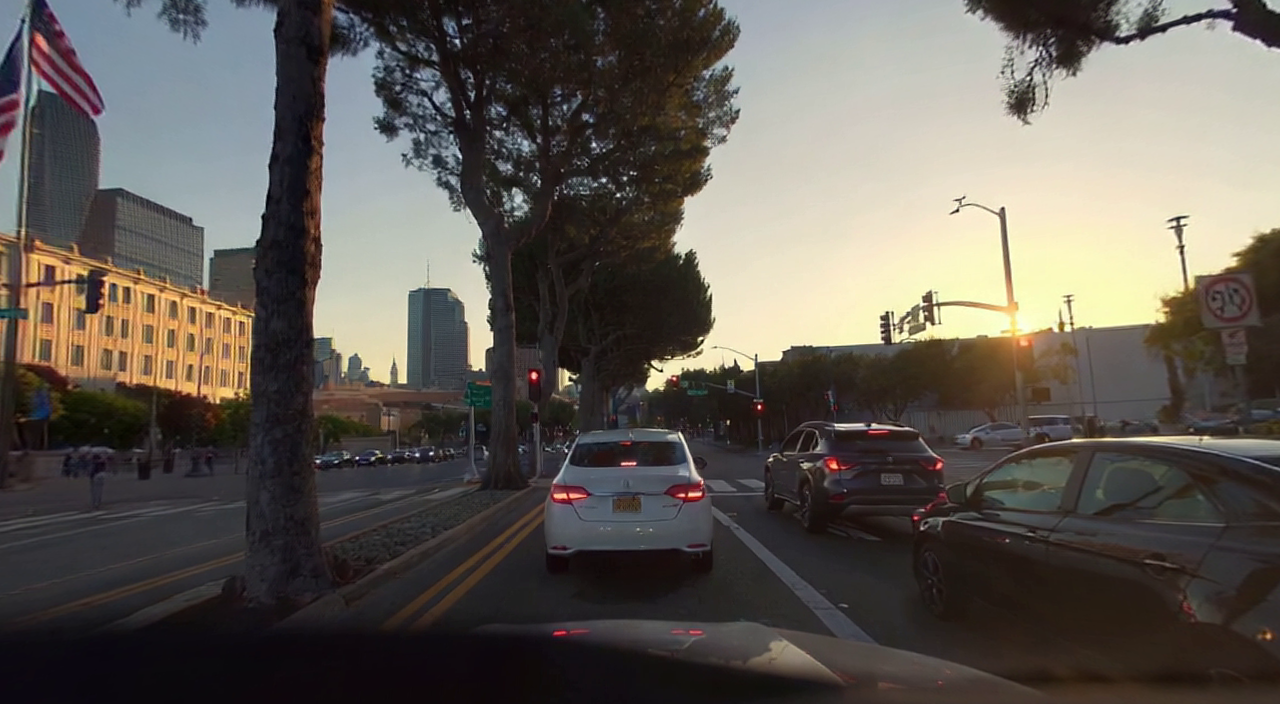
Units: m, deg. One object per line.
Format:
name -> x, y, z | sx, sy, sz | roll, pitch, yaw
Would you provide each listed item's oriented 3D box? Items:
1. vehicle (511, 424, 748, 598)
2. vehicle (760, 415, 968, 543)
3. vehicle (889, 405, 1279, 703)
vehicle -> -0.102, 1.696, 7.557 | 2.096, 1.521, 3.747 | 0, -8, 0
vehicle -> 3.522, 2.095, 11.051 | 1.978, 1.738, 4.599 | 0, -8, 1
vehicle -> 3.387, 1.175, 4.012 | 1.833, 1.465, 4.258 | 0, -8, -1
